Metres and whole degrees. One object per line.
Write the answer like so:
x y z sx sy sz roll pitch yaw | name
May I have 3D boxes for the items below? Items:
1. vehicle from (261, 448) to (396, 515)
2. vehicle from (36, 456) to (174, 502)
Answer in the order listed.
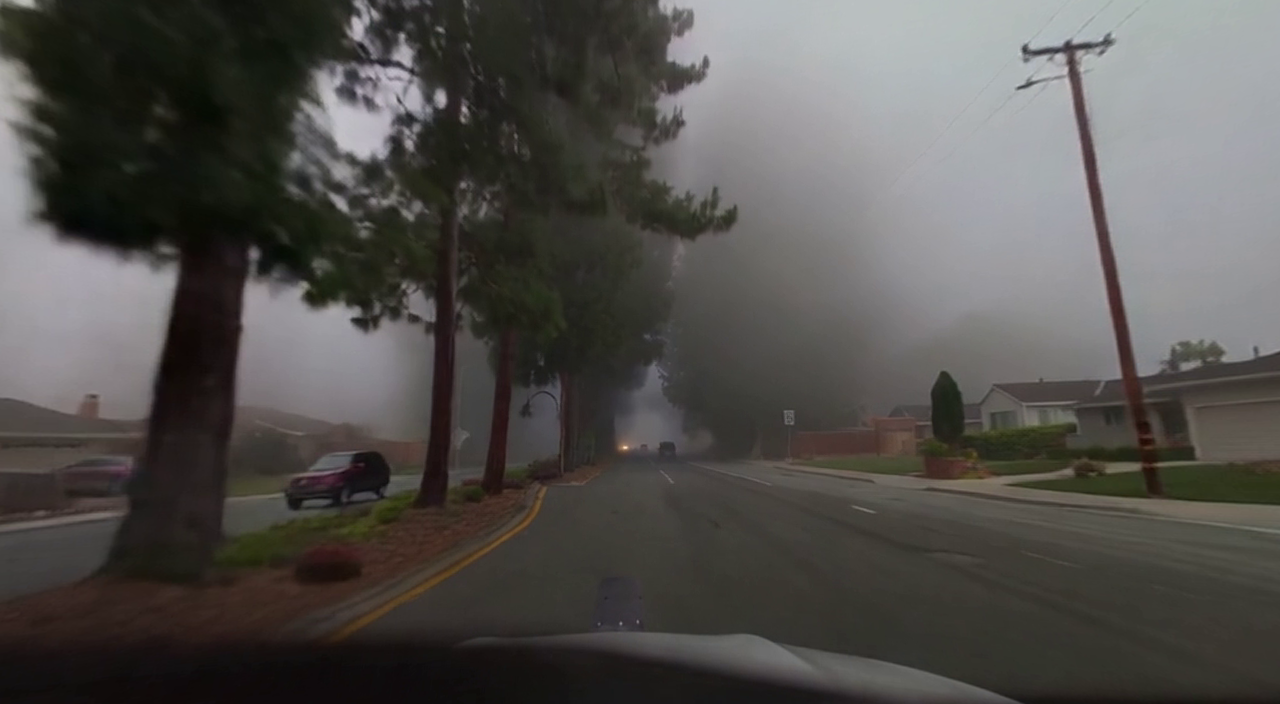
-8.960 3.707 18.686 1.964 1.722 4.403 0 -9 -4 | vehicle
-21.838 5.150 26.079 1.860 1.663 4.418 0 -9 -1 | vehicle
